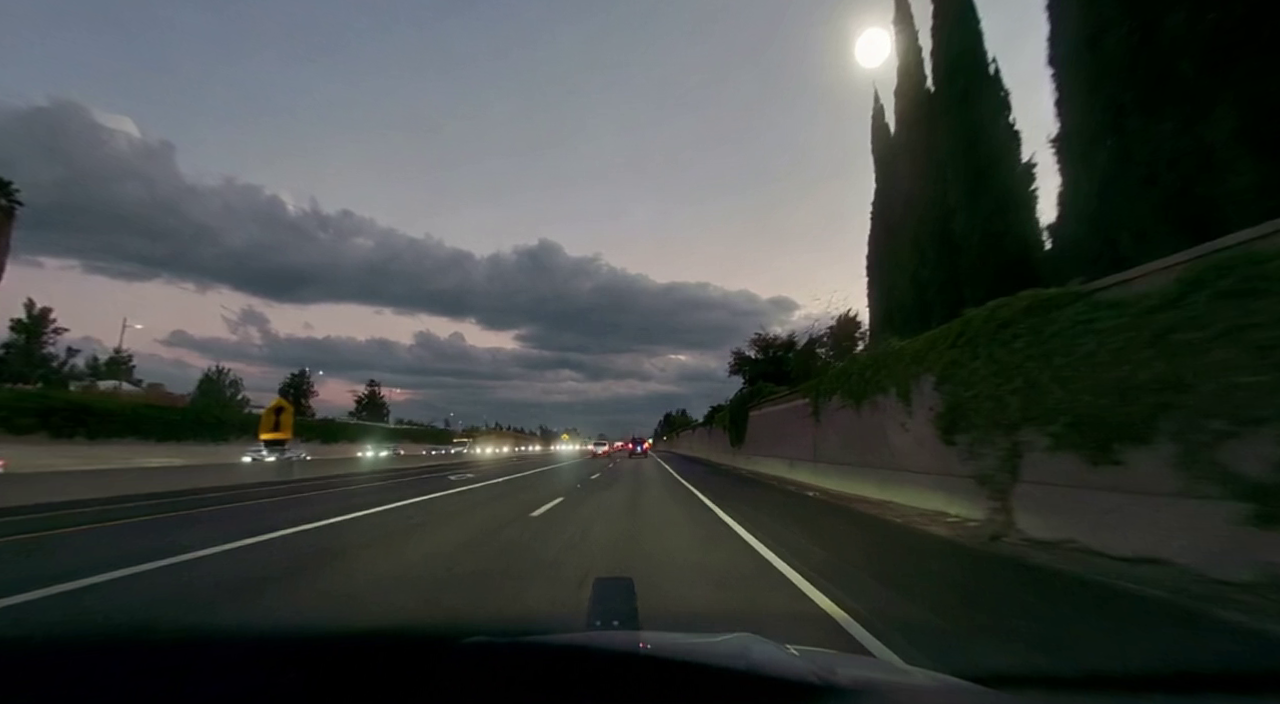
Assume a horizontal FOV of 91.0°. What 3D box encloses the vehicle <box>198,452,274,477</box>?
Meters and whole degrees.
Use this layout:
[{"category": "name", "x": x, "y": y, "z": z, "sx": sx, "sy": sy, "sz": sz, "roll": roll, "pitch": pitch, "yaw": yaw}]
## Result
[{"category": "vehicle", "x": -26.032, "y": 7.243, "z": 40.807, "sx": 1.860, "sy": 1.536, "sz": 4.560, "roll": 0, "pitch": -9, "yaw": 0}]
